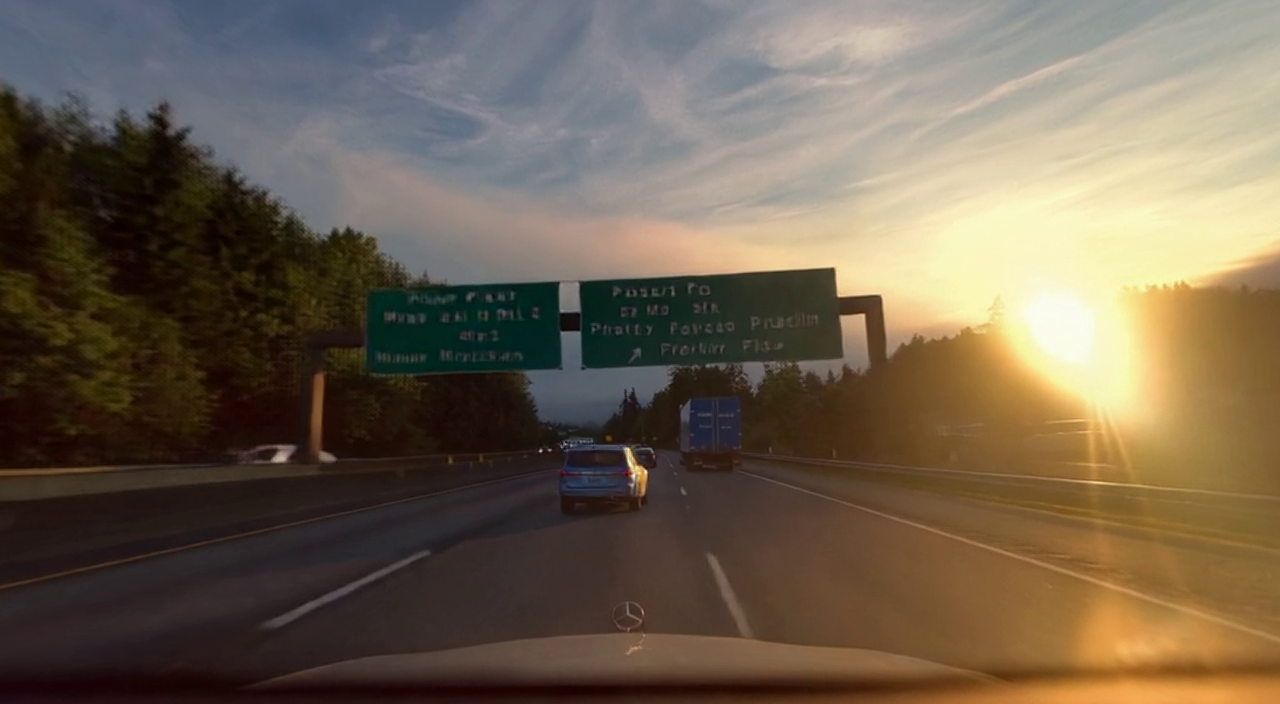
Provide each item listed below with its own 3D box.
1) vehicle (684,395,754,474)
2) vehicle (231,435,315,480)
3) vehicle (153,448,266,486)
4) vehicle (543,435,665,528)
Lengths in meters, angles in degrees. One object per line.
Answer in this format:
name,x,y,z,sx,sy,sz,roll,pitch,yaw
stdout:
vehicle,4.499,5.271,39.052,2.960,4.018,13.834,0,-9,2
vehicle,-19.333,5.556,33.392,2.010,2.199,3.623,-1,-9,4
vehicle,-19.524,5.217,28.849,1.828,1.568,4.418,0,-9,3
vehicle,-0.509,2.527,12.855,2.039,1.532,4.610,0,-9,2
